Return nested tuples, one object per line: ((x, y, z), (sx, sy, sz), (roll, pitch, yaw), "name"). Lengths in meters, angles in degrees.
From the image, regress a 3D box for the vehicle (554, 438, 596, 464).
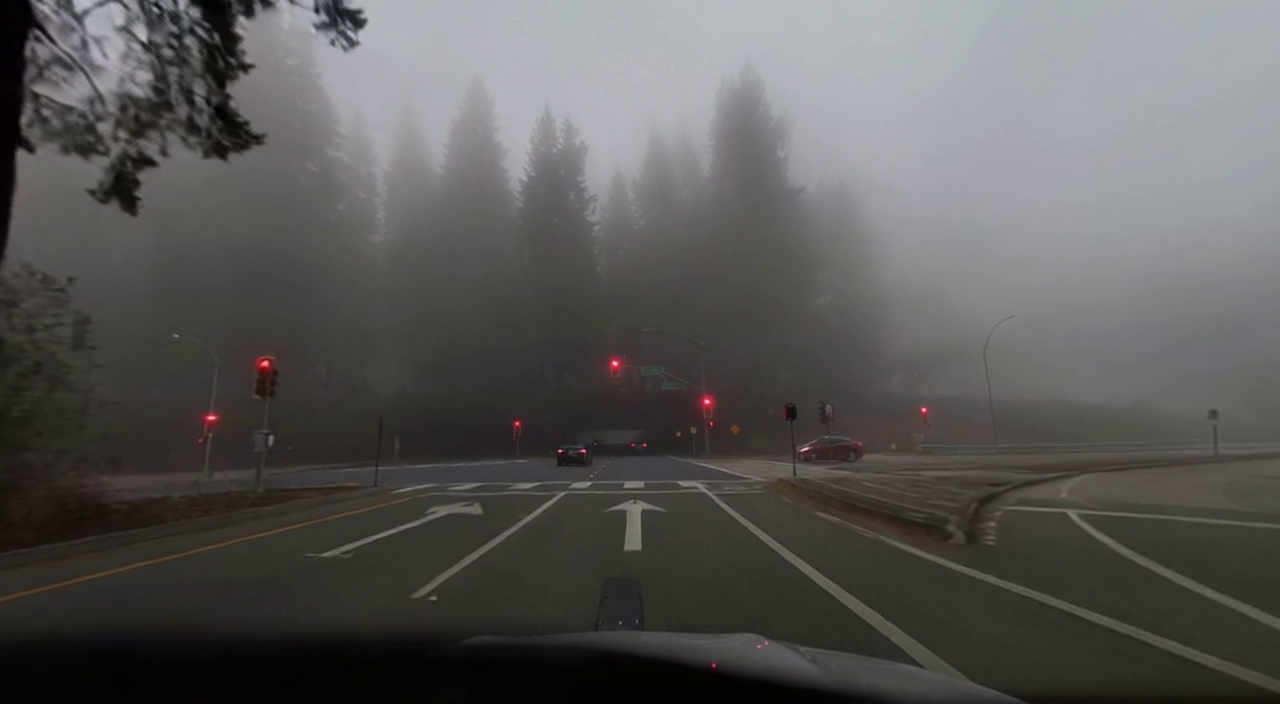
((-3.869, 6.051, 38.485), (2.082, 1.472, 4.310), (0, -9, 0), "vehicle")

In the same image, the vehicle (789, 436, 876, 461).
((11.690, 5.887, 38.602), (4.691, 1.466, 1.800), (1, -9, -6), "vehicle")
